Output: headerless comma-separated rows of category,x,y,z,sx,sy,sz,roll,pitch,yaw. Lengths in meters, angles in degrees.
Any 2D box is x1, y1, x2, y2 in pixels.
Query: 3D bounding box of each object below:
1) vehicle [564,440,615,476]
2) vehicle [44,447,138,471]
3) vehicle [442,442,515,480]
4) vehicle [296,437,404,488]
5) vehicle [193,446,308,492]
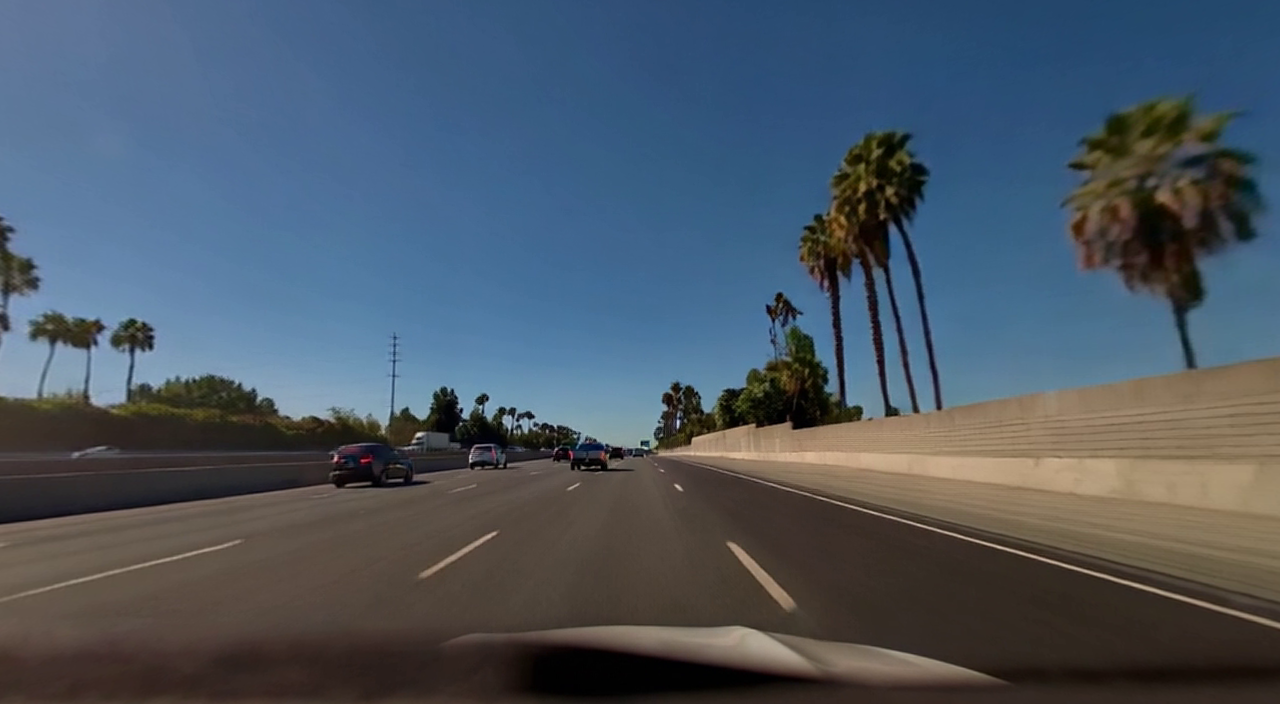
vehicle,-2.471,5.338,31.962,2.201,1.672,4.128,0,-9,0
vehicle,-35.749,6.948,41.297,1.797,1.458,4.635,-1,-9,4
vehicle,-7.608,5.183,30.273,2.204,1.677,4.438,0,-9,1
vehicle,-11.664,4.457,25.881,1.986,1.875,4.902,0,-9,1
vehicle,-15.654,4.687,25.723,1.836,1.662,4.317,0,-9,1
